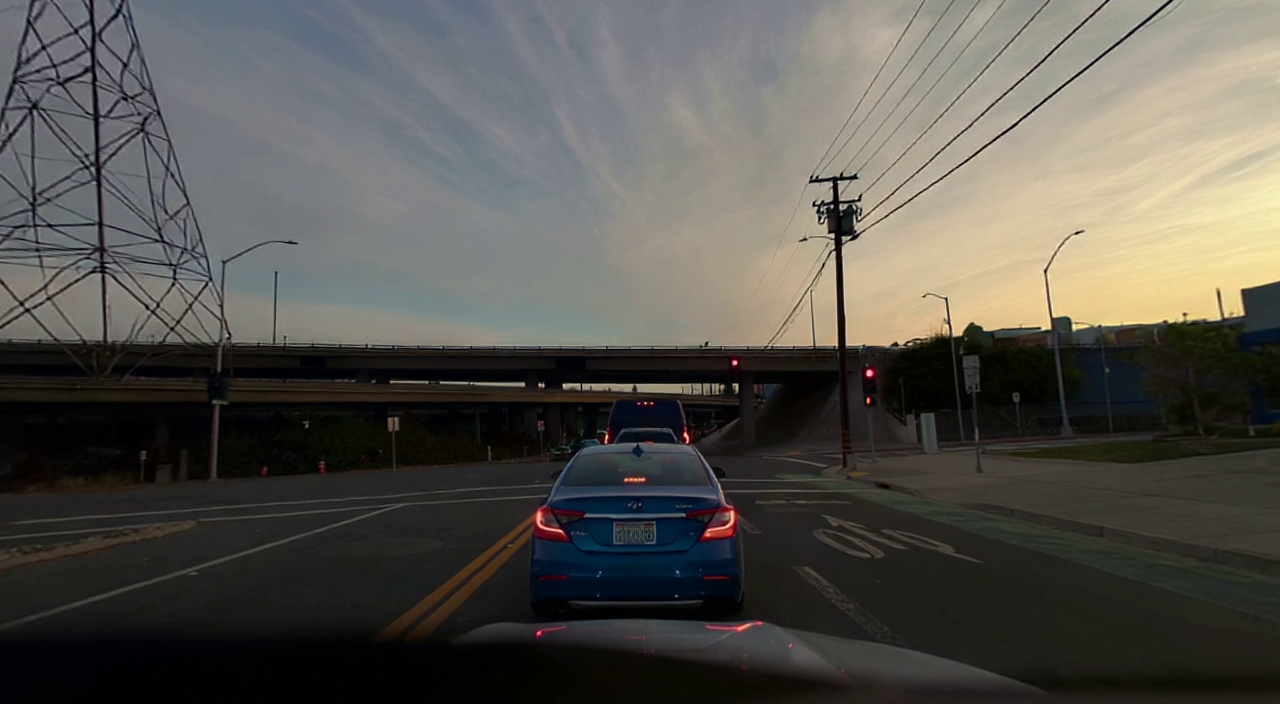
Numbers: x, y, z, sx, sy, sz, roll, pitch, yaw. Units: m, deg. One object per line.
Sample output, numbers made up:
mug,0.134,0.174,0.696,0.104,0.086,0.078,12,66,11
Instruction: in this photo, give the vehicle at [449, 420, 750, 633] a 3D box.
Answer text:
vehicle,-0.248,1.525,6.471,2.090,1.458,4.033,-1,-9,1
